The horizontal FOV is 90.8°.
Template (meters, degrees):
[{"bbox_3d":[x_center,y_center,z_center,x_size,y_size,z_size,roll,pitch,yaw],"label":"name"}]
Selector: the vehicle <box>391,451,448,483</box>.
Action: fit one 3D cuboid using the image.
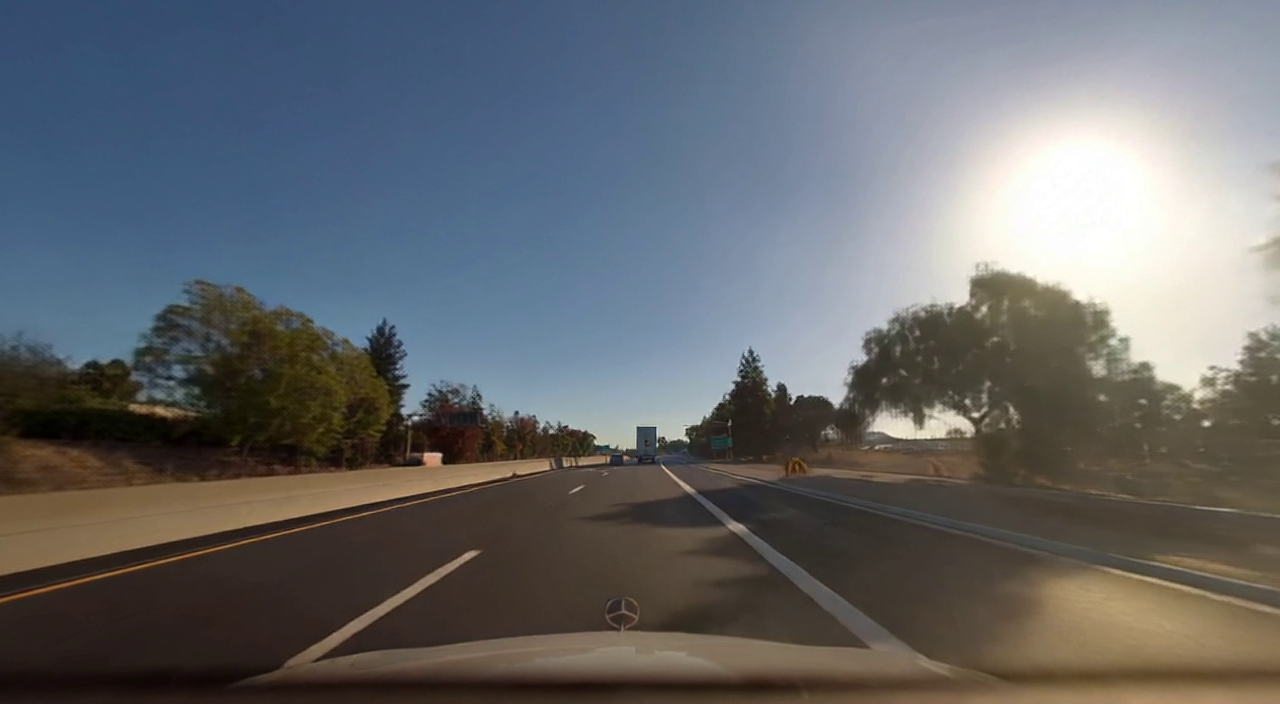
[{"bbox_3d":[-16.467,8.574,47.462,2.377,2.202,5.348,0,-9,0],"label":"vehicle"}]
